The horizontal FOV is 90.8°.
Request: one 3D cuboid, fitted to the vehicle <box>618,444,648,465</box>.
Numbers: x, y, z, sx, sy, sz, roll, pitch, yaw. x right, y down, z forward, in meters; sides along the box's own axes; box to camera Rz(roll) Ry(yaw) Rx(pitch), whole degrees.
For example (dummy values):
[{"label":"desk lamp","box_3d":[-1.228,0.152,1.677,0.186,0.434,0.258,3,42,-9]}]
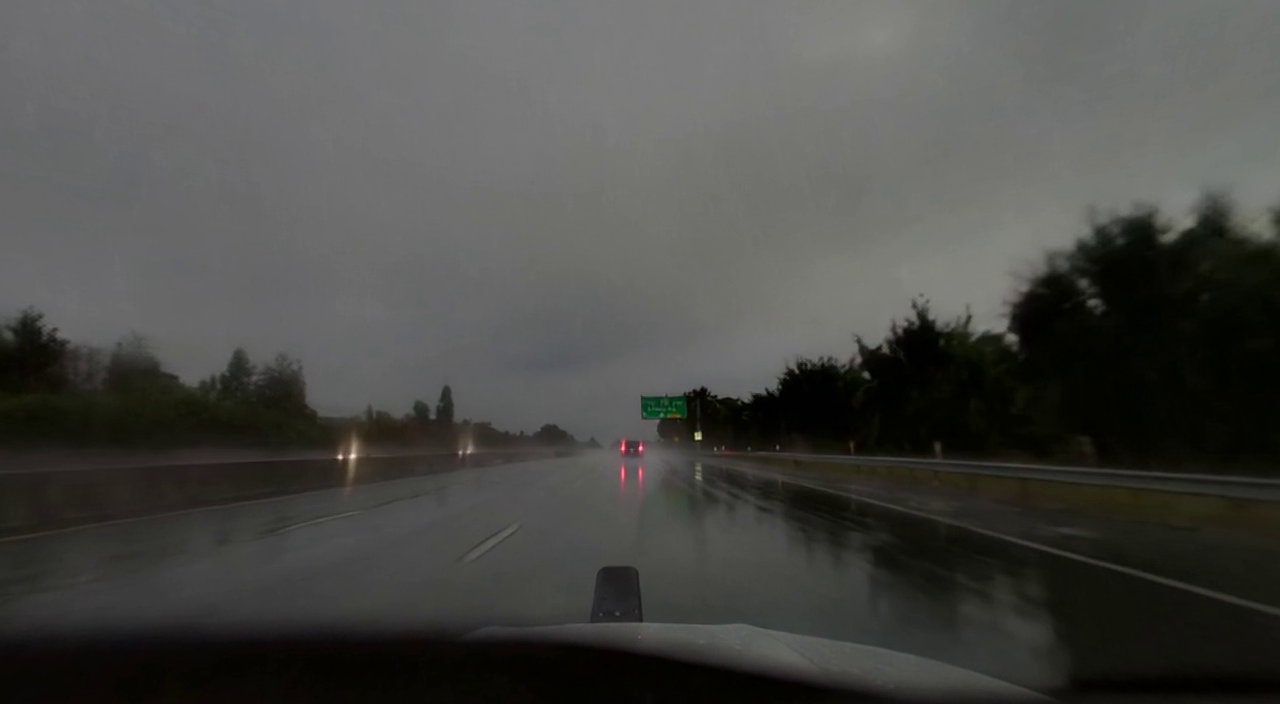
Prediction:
[{"label":"vehicle","box_3d":[-0.520,7.422,45.887,2.080,1.468,3.884,0,-8,-1]}]
